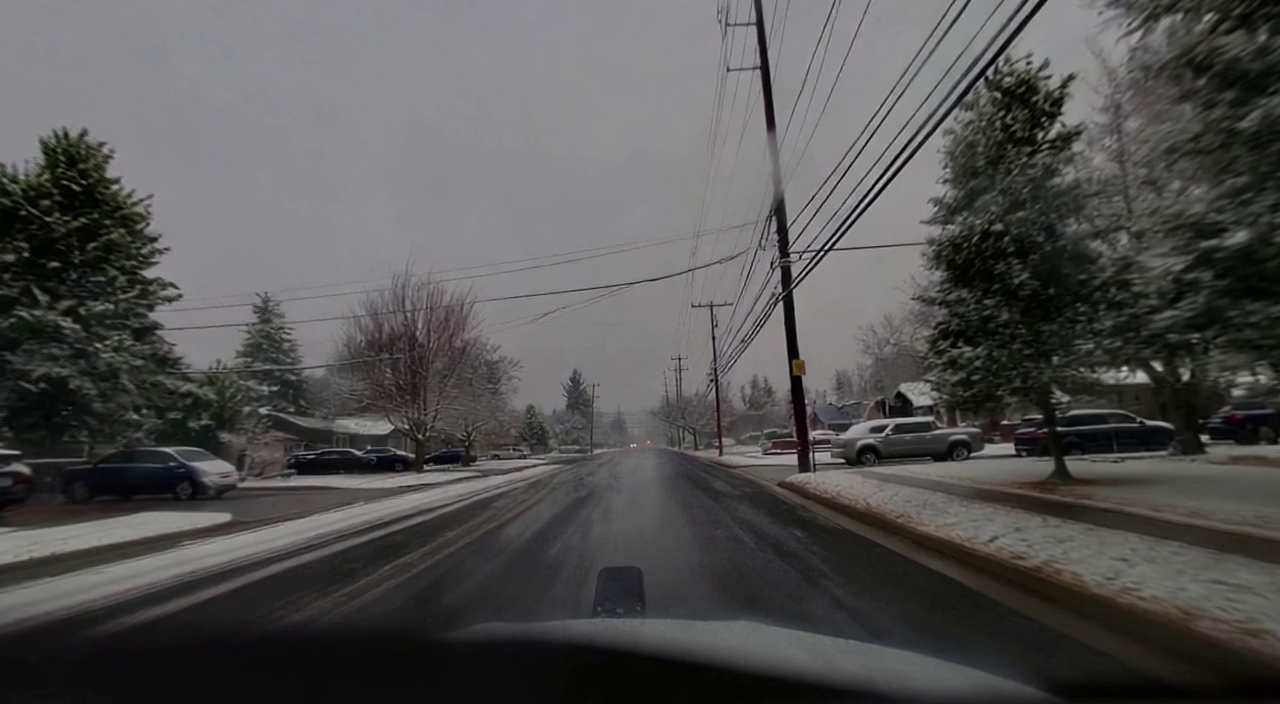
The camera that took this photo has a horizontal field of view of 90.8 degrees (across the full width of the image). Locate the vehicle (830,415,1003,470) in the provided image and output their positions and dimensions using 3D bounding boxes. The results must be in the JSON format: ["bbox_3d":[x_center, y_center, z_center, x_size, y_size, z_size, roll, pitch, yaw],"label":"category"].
[{"bbox_3d":[9.854,3.282,22.872,5.273,1.868,2.070,0,-8,0],"label":"vehicle"}]

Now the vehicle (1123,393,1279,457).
[{"bbox_3d":[20.862,2.684,22.805,4.843,2.185,2.250,0,-10,2],"label":"vehicle"}]

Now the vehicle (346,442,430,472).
[{"bbox_3d":[-14.813,6.143,37.136,4.232,1.693,1.949,-3,-9,17],"label":"vehicle"}]

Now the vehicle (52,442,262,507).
[{"bbox_3d":[-13.711,3.464,18.131,4.495,1.706,1.972,-1,-8,5],"label":"vehicle"}]

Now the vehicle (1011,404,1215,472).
[{"bbox_3d":[13.568,2.511,18.387,4.209,1.834,2.019,0,-9,1],"label":"vehicle"}]
